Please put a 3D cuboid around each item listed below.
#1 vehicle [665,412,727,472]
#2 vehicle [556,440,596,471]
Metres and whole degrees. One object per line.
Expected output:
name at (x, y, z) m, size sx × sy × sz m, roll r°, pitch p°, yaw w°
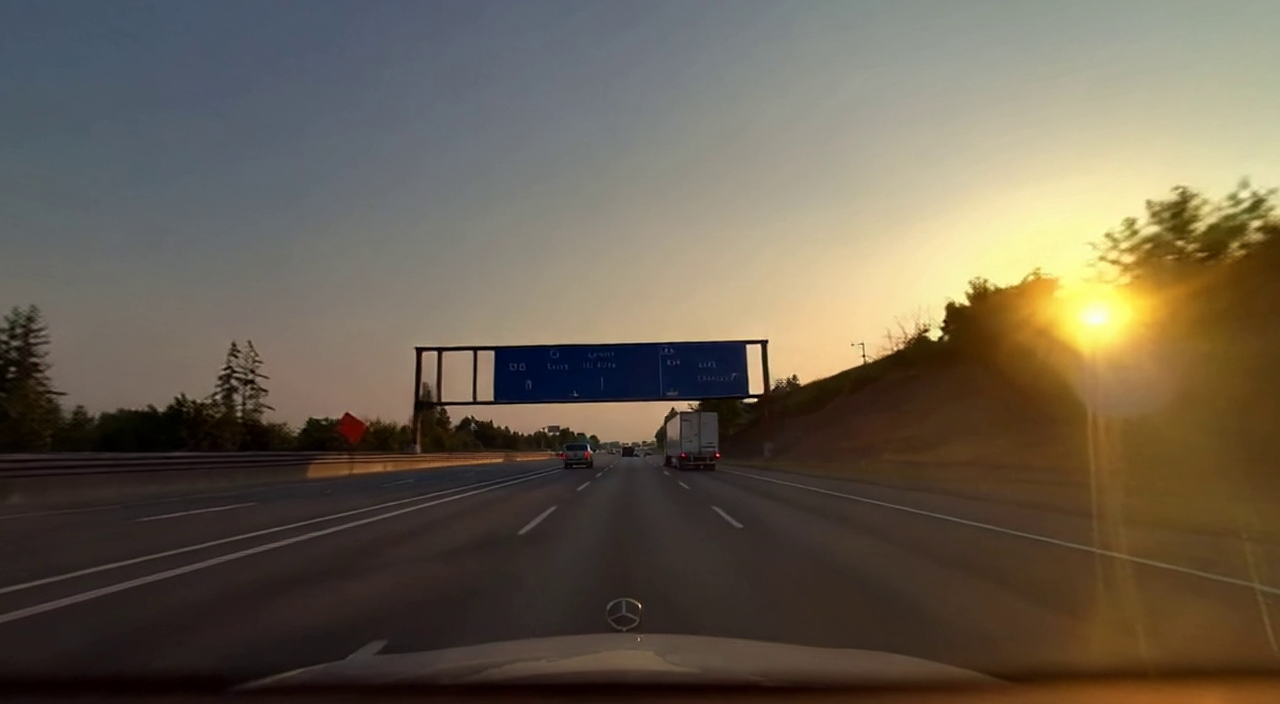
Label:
vehicle at (3.562, 6.245, 43.132) m, size 2.823 × 3.509 × 12.118 m, roll 0°, pitch -9°, yaw -1°
vehicle at (-4.088, 6.724, 40.809) m, size 2.173 × 1.857 × 4.800 m, roll 0°, pitch -9°, yaw -1°
